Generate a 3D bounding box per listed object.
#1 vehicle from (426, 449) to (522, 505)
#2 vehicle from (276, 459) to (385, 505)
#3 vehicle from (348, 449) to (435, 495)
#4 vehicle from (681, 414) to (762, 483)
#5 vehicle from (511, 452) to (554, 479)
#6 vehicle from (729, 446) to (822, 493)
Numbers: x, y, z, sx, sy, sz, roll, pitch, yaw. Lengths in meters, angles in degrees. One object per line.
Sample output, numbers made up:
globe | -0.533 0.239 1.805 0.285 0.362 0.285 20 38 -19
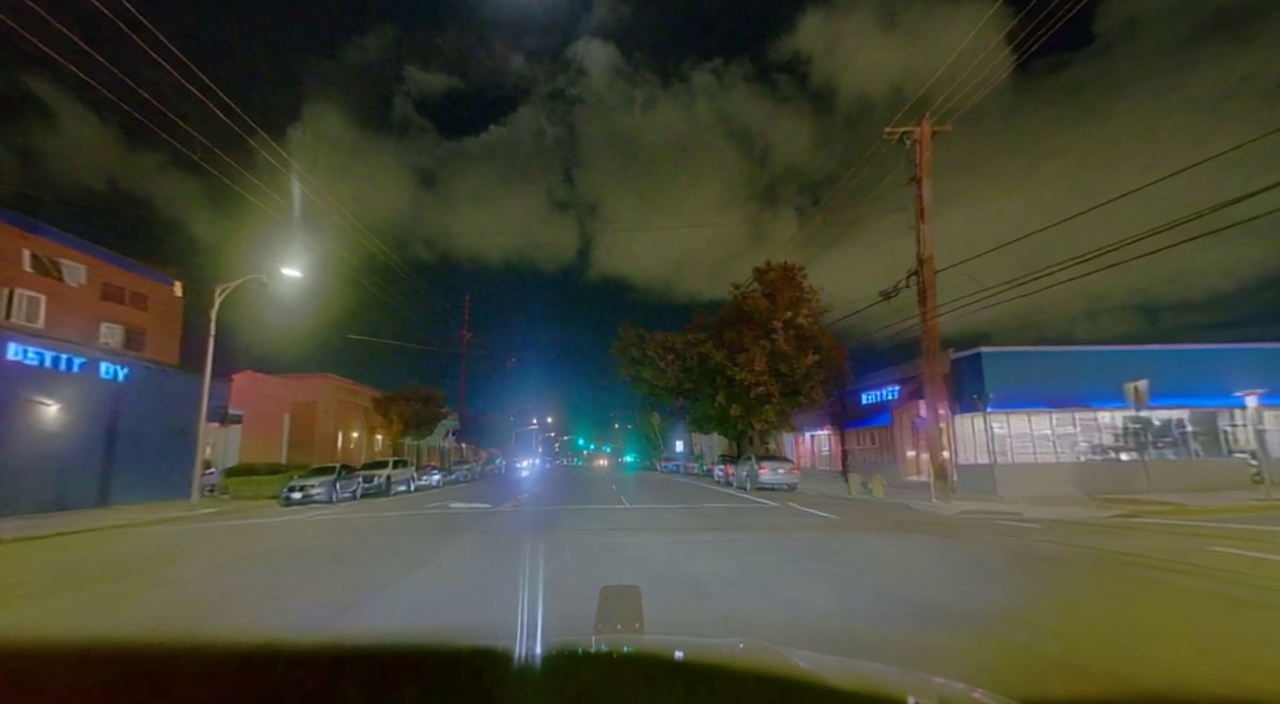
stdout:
vehicle | -4.972 3.776 19.550 2.050 1.505 4.219 0 -9 -4
vehicle | -11.351 4.760 23.537 1.978 1.452 4.263 0 -9 -1
vehicle | -11.335 5.456 29.240 2.072 1.818 4.951 -3 -9 0
vehicle | 4.078 5.105 33.521 2.815 3.203 7.558 0 -9 -3
vehicle | -6.472 6.844 38.401 1.845 1.469 4.413 0 -9 0
vehicle | 5.167 4.545 24.797 1.963 1.646 4.204 2 -9 -12
